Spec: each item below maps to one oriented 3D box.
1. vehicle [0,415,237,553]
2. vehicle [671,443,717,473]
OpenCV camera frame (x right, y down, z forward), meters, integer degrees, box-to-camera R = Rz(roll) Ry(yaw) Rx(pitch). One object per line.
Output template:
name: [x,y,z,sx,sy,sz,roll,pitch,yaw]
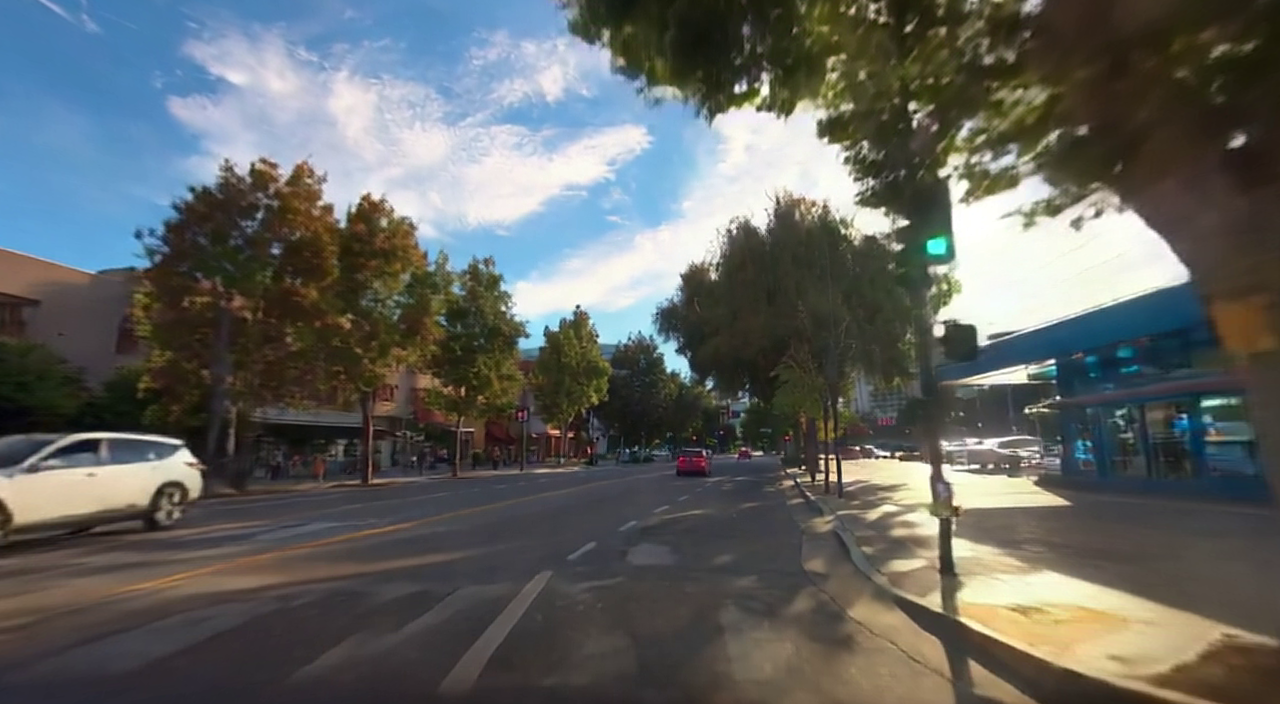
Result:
vehicle: [-8.722,1.893,9.487,2.017,1.684,4.483,-1,-9,7]
vehicle: [3.353,6.458,38.755,2.101,1.721,4.364,-2,-9,14]
